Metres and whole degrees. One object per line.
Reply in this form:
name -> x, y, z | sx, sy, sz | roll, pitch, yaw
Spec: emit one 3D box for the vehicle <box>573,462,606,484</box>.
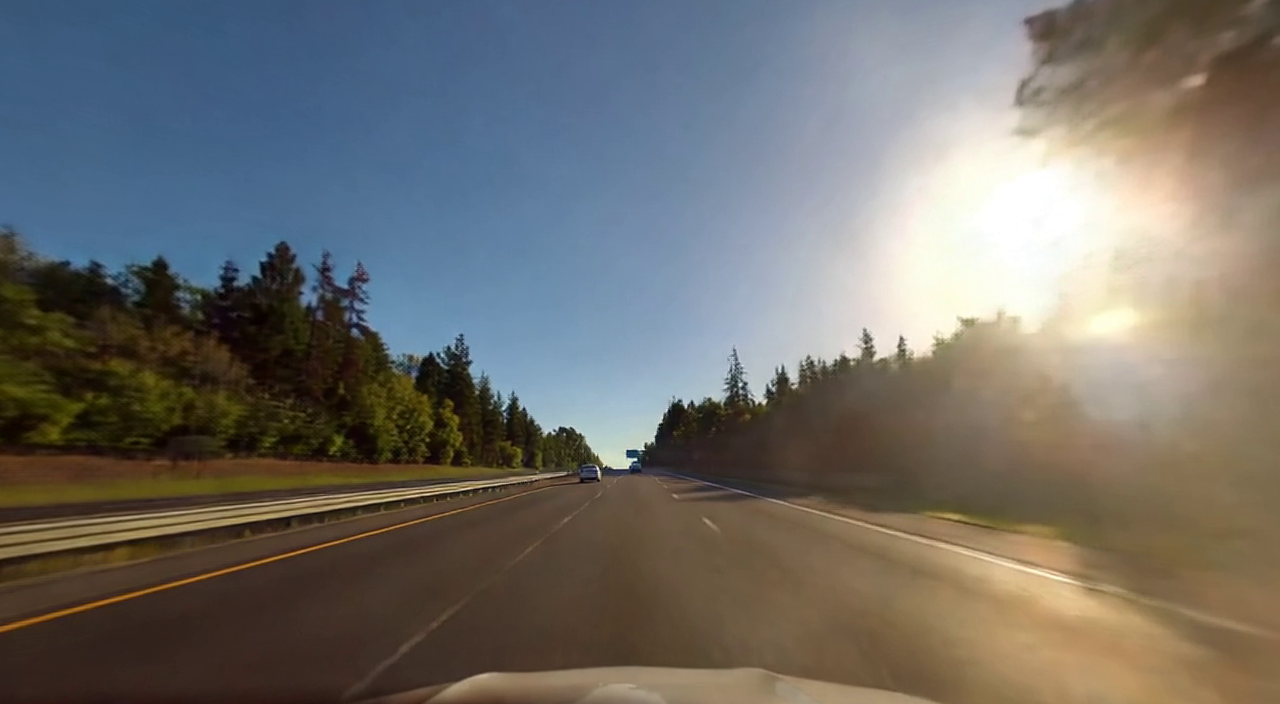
vehicle -> -3.749, 9.209, 47.909 | 2.143, 1.516, 4.552 | 1, -11, 0
